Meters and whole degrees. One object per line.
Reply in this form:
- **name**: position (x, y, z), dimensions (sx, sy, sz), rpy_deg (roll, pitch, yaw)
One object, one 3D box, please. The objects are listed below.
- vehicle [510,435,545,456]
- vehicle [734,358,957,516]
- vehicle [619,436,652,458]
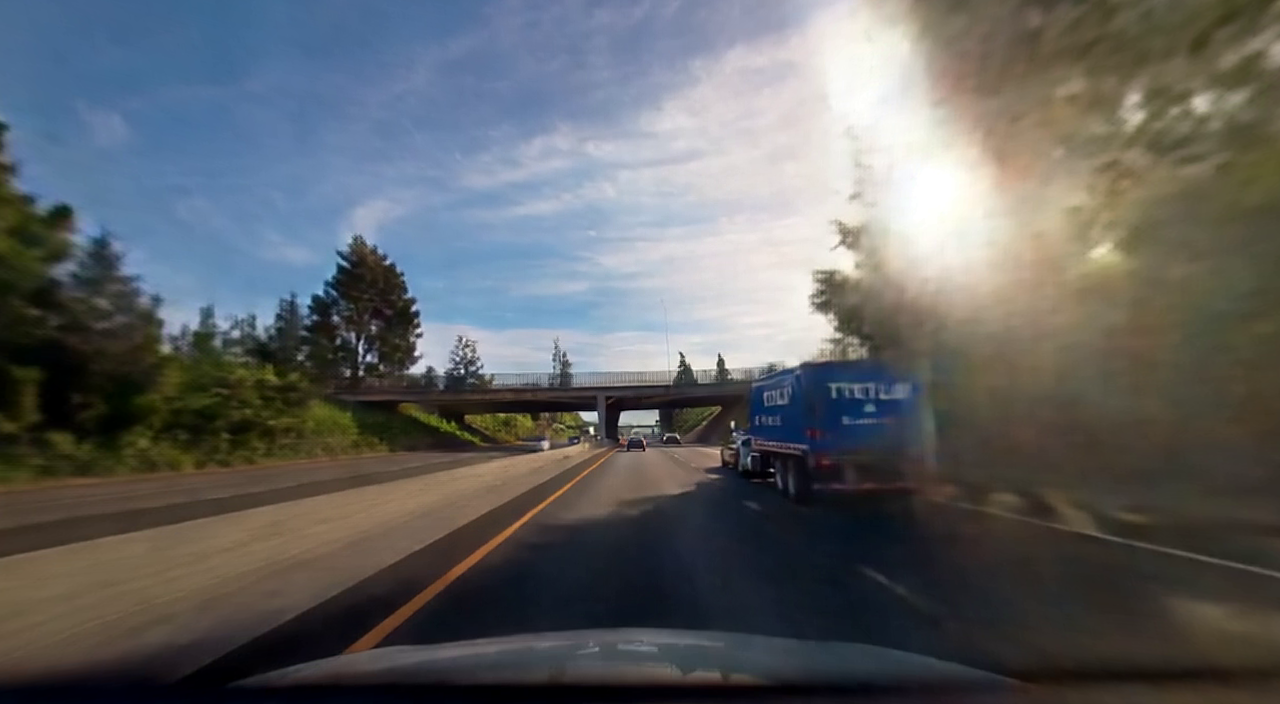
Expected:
- **vehicle**: position (-8.627, 7.197, 48.754), dimensions (1.973, 1.519, 4.176), rpy_deg (0, -7, 0)
- **vehicle**: position (4.078, 1.904, 14.326), dimensions (2.715, 2.746, 6.550), rpy_deg (0, -7, -1)
- **vehicle**: position (-0.288, 5.991, 40.067), dimensions (1.996, 1.325, 4.029), rpy_deg (0, -7, 0)
